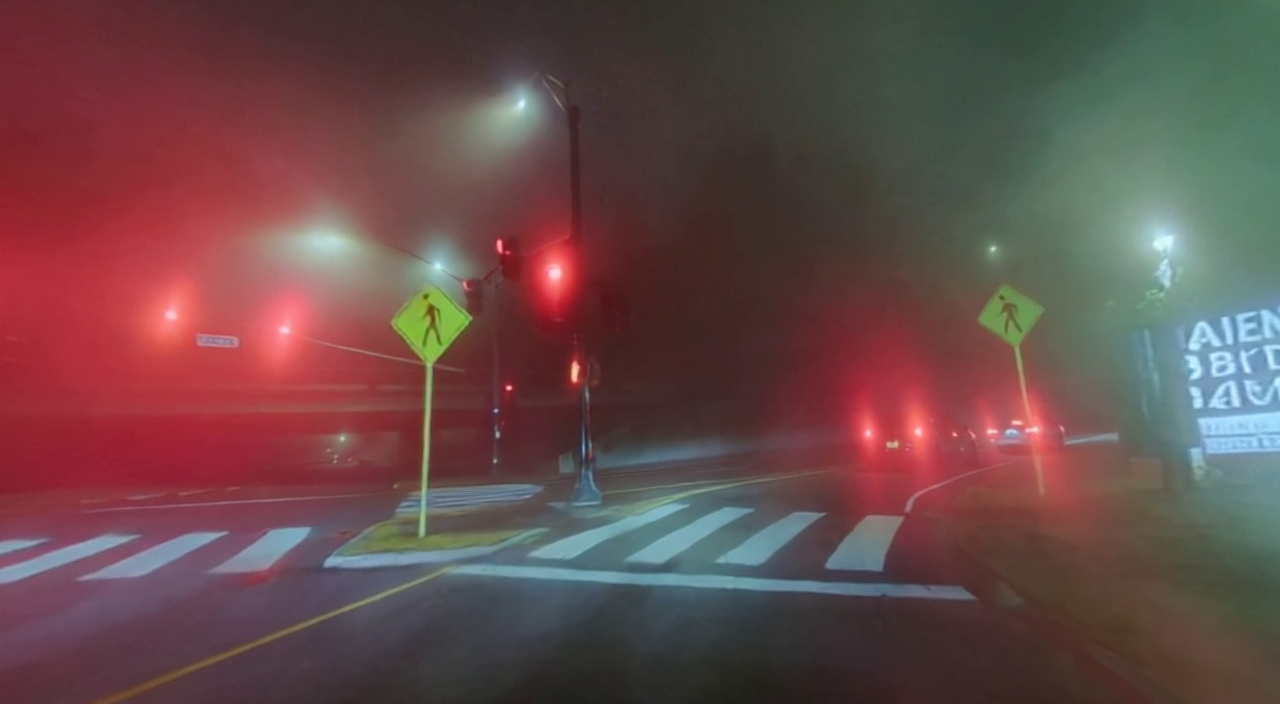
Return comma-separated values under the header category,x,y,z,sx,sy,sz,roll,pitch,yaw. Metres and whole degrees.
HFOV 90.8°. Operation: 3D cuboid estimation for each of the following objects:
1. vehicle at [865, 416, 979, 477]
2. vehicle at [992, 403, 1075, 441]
category,x,y,z,sx,sy,sz,roll,pitch,yaw
vehicle,8.545,2.820,18.956,1.908,1.622,4.166,-7,-11,40
vehicle,21.978,3.972,35.223,5.144,1.954,2.122,6,-10,-37
